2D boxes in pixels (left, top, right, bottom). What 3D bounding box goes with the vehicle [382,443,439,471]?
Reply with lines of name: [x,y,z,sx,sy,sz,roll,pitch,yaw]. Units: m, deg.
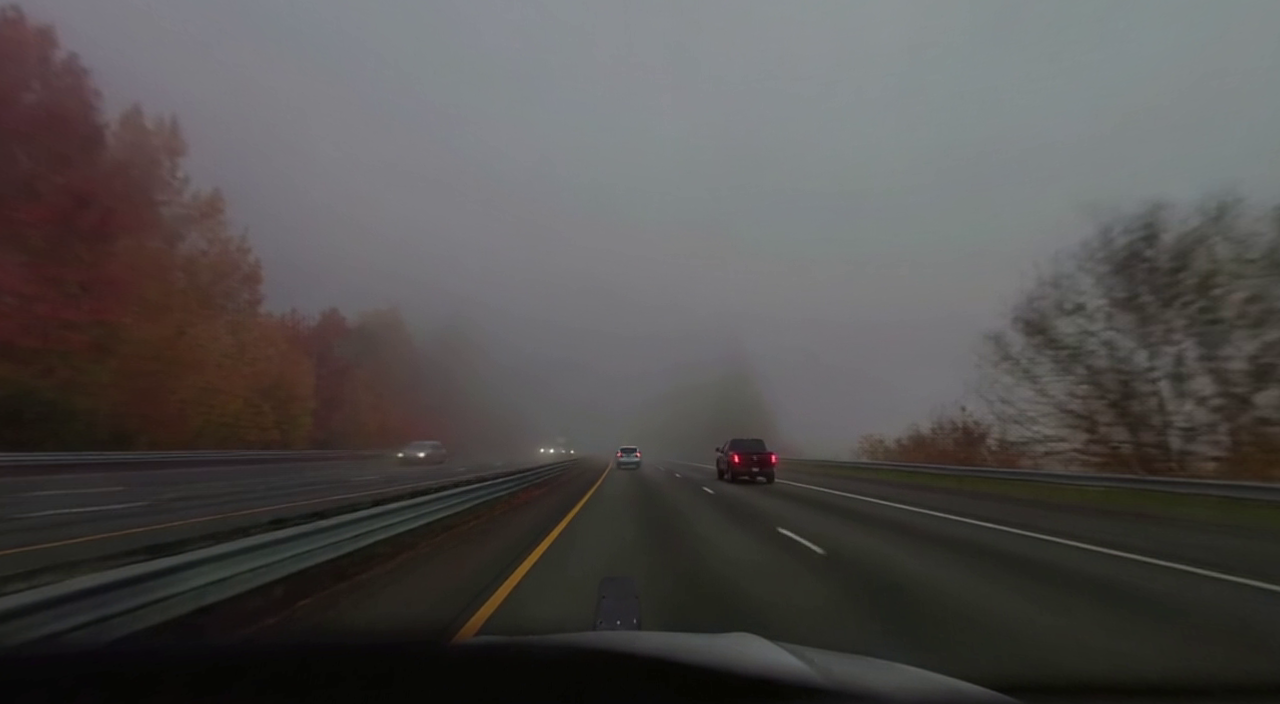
vehicle: [-13.056,5.990,35.823,1.842,1.486,3.745,0,-9,0]

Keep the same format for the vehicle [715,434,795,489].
vehicle: [3.927,3.834,22.168,1.982,1.745,4.151,0,-9,-1]

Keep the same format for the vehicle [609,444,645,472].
vehicle: [-0.823,6.756,40.064,2.151,1.693,4.201,0,-9,-1]
